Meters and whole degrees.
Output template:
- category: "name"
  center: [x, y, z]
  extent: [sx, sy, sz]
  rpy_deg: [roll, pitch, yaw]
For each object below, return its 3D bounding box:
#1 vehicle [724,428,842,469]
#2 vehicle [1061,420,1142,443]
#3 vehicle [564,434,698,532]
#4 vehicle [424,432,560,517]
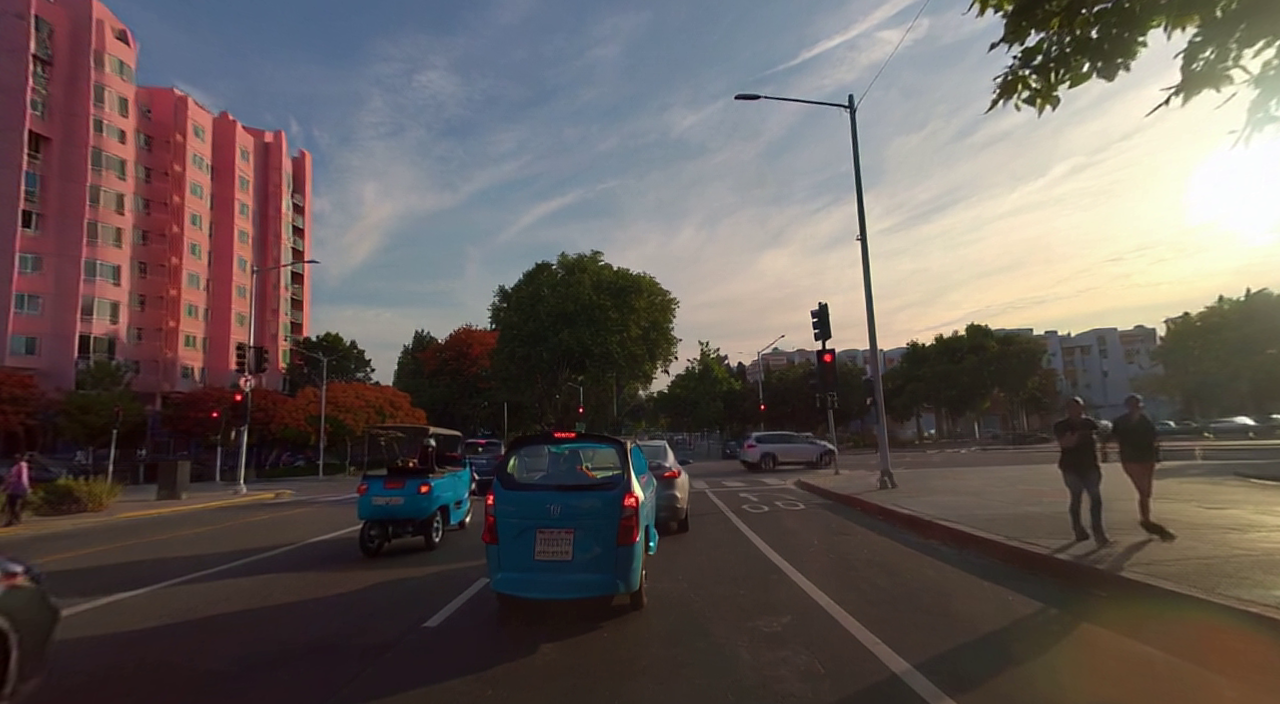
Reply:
- category: "vehicle"
  center: [6.746, 4.585, 29.906]
  extent: [5.226, 1.840, 2.016]
  rpy_deg: [-3, -9, 15]
- category: "vehicle"
  center: [30.805, 5.343, 42.143]
  extent: [1.751, 1.420, 4.027]
  rpy_deg: [8, -12, -43]
- category: "vehicle"
  center: [-0.098, 2.298, 11.619]
  extent: [2.025, 1.458, 4.085]
  rpy_deg: [-1, -9, 1]
- category: "vehicle"
  center: [-3.142, 2.696, 14.341]
  extent: [1.935, 1.615, 4.073]
  rpy_deg: [-1, -9, 2]
